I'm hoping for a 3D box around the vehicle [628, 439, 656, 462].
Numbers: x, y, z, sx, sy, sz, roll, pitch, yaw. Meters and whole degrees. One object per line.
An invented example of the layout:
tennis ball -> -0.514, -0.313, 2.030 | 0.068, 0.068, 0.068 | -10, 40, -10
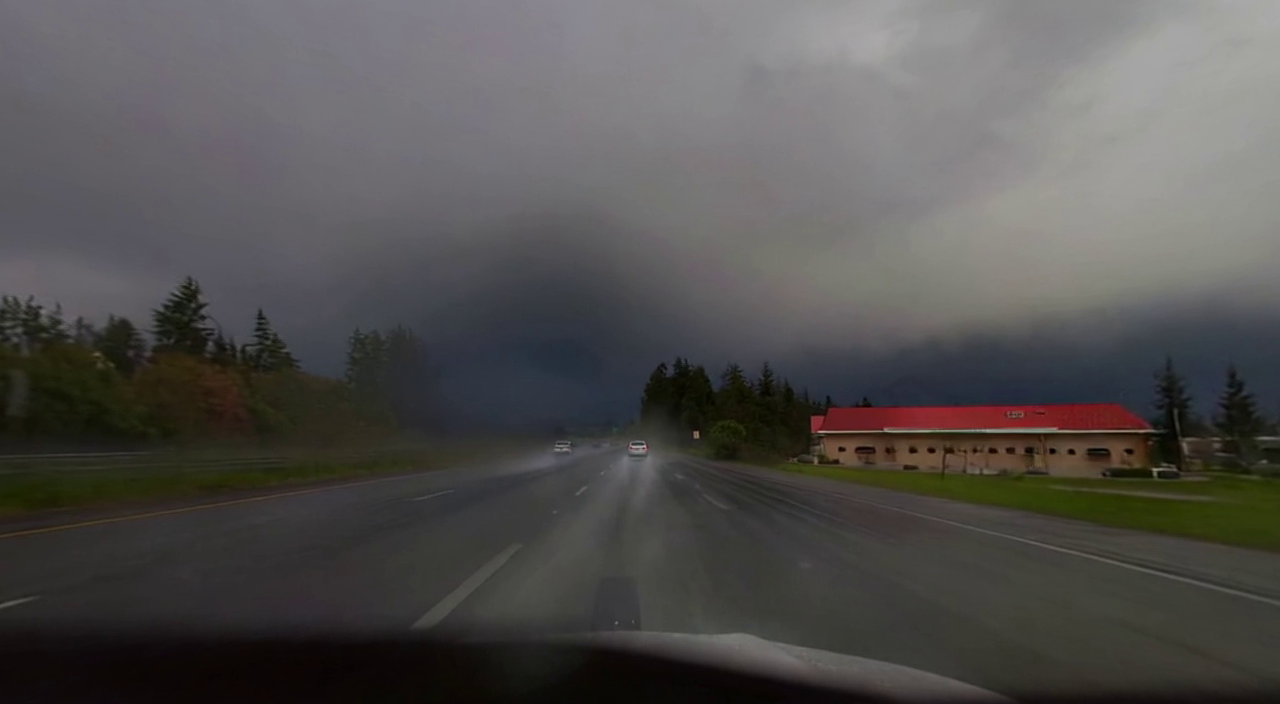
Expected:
vehicle -> 0.156, 7.535, 48.245 | 2.073, 1.635, 4.195 | 0, -9, 0
